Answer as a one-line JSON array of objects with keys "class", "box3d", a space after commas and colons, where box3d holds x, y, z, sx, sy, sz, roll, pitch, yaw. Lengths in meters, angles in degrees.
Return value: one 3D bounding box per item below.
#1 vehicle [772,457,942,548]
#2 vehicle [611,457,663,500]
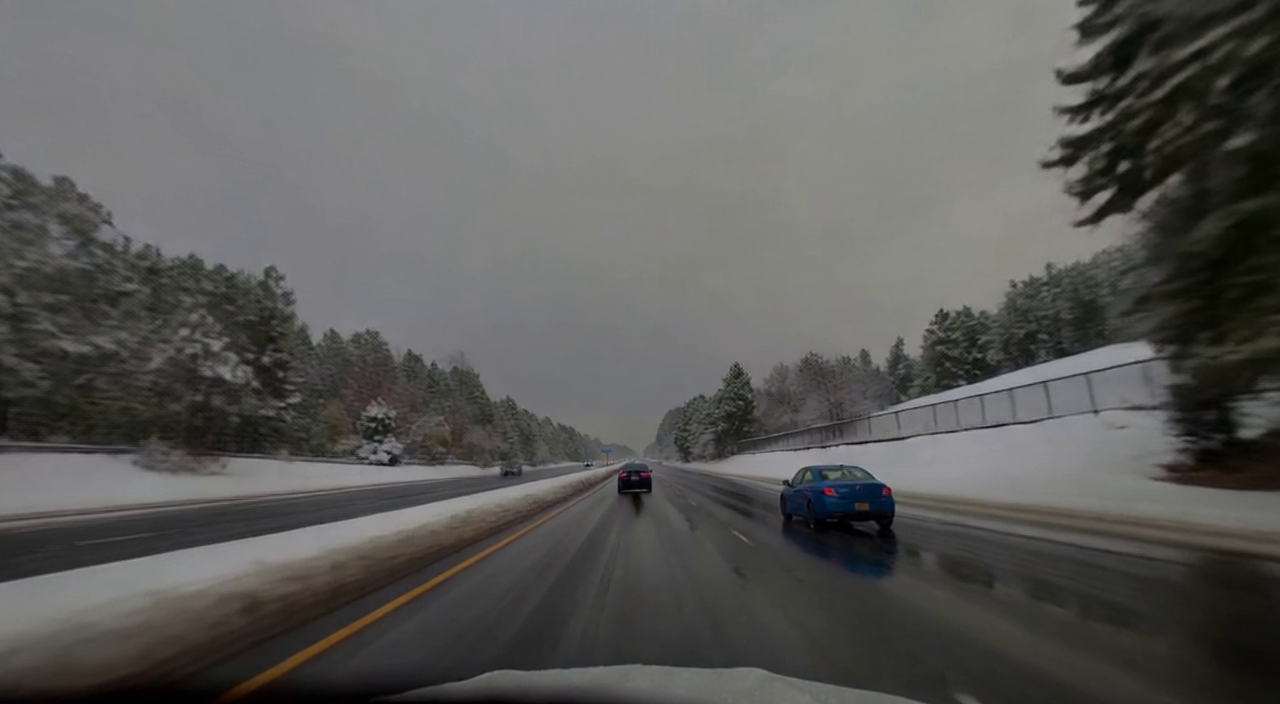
[{"class": "vehicle", "box3d": [4.109, 2.937, 12.750, 1.938, 1.494, 4.032, 1, -11, -1]}, {"class": "vehicle", "box3d": [-0.130, 5.319, 26.635, 2.037, 1.605, 3.833, 1, -11, 0]}]
